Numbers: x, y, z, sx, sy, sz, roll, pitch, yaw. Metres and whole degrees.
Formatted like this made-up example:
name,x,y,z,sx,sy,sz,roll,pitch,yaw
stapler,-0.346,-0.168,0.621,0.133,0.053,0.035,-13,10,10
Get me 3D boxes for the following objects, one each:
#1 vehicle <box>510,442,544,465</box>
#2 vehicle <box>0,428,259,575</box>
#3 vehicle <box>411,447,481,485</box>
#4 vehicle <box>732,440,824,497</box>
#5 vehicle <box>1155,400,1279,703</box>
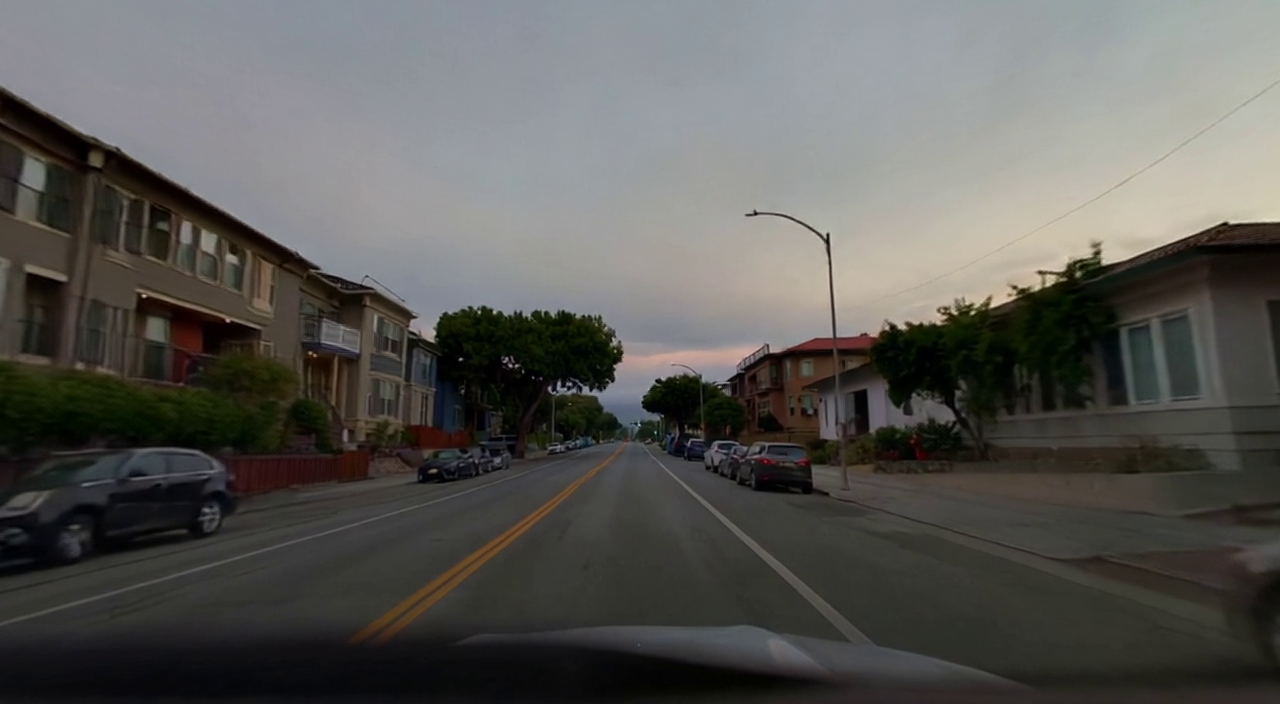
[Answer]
name,x,y,z,sx,sy,sz,roll,pitch,yaw
vehicle,-8.369,7.496,47.024,1.883,1.565,3.655,-2,-8,-1
vehicle,-8.110,2.160,9.709,1.932,1.708,4.460,-1,-10,-4
vehicle,-8.221,4.834,27.135,1.852,1.482,3.916,-1,-9,-1
vehicle,4.096,3.499,19.427,1.845,1.556,3.929,0,-8,-1
vehicle,4.398,0.881,1.840,2.034,1.674,4.271,0,-8,-3
